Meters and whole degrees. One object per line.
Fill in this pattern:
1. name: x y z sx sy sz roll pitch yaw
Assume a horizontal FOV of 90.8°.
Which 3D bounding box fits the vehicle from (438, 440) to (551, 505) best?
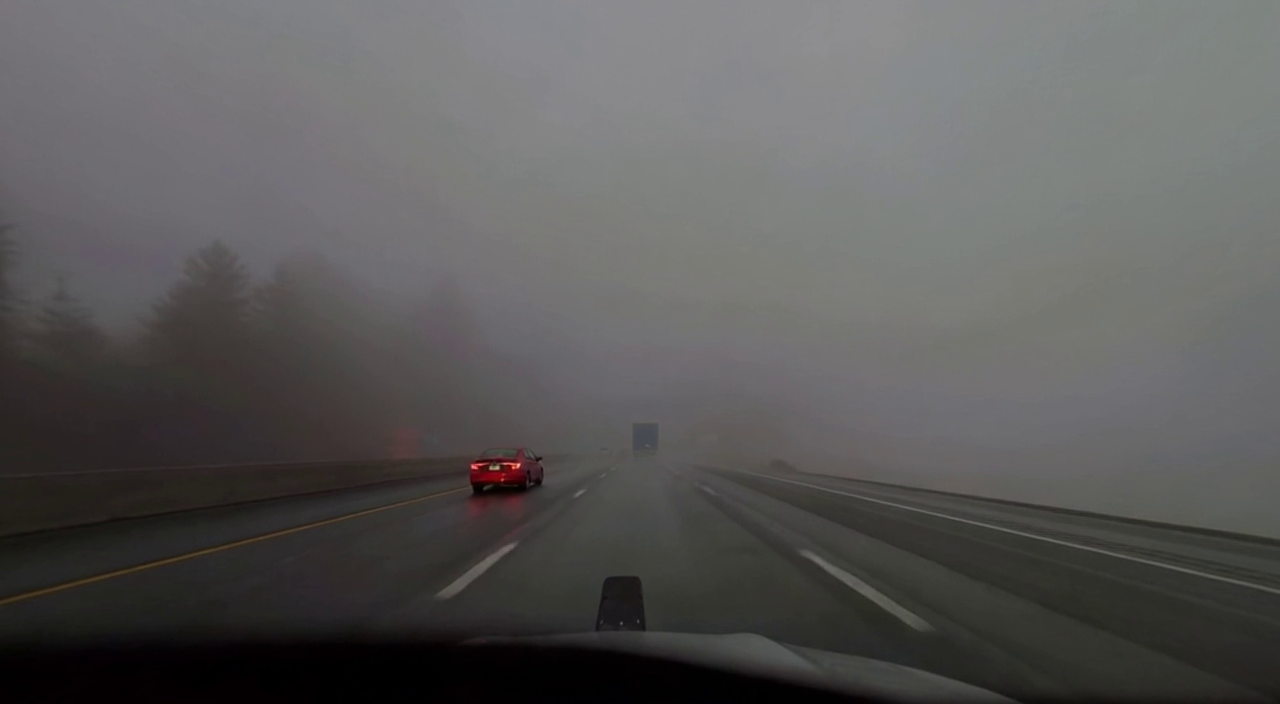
1. vehicle: -3.865 3.297 17.720 1.999 1.533 4.870 0 -9 0
